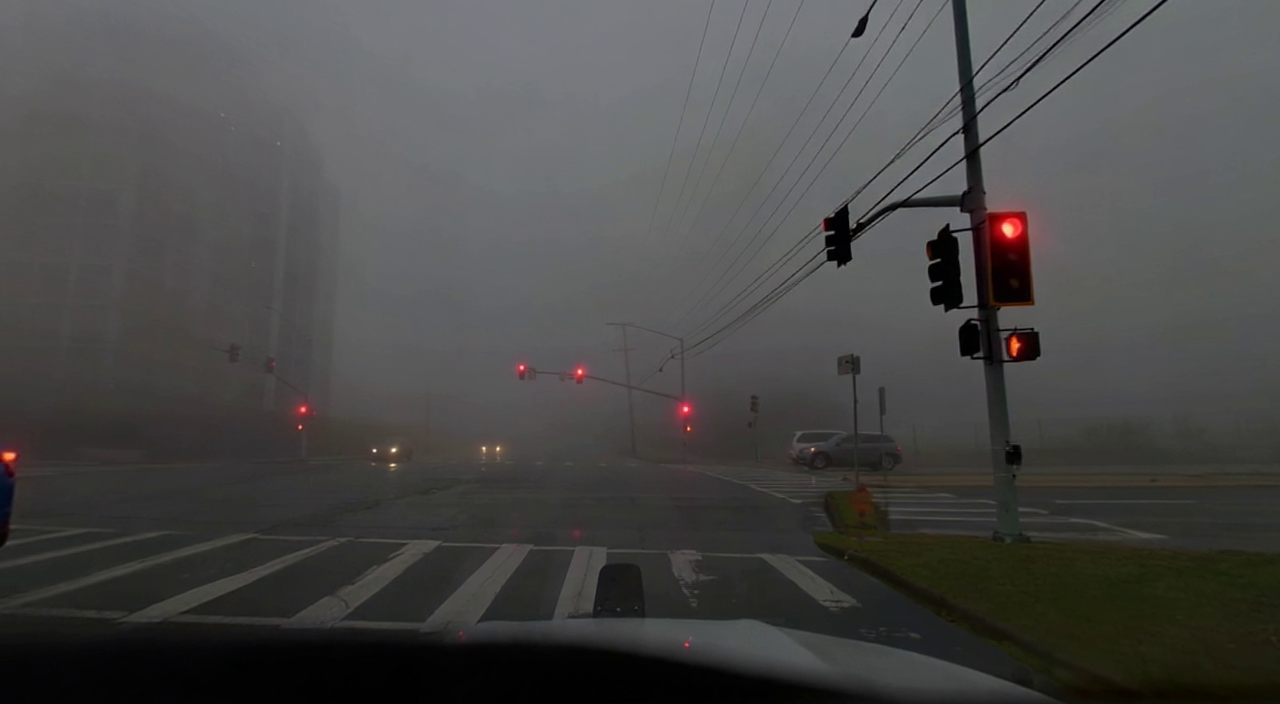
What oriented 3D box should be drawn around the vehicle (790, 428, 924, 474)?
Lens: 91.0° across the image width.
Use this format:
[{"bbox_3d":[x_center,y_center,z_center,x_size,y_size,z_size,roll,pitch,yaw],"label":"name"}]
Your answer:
[{"bbox_3d":[8.698,4.029,25.719,4.884,1.714,2.021,-2,-9,12],"label":"vehicle"}]
